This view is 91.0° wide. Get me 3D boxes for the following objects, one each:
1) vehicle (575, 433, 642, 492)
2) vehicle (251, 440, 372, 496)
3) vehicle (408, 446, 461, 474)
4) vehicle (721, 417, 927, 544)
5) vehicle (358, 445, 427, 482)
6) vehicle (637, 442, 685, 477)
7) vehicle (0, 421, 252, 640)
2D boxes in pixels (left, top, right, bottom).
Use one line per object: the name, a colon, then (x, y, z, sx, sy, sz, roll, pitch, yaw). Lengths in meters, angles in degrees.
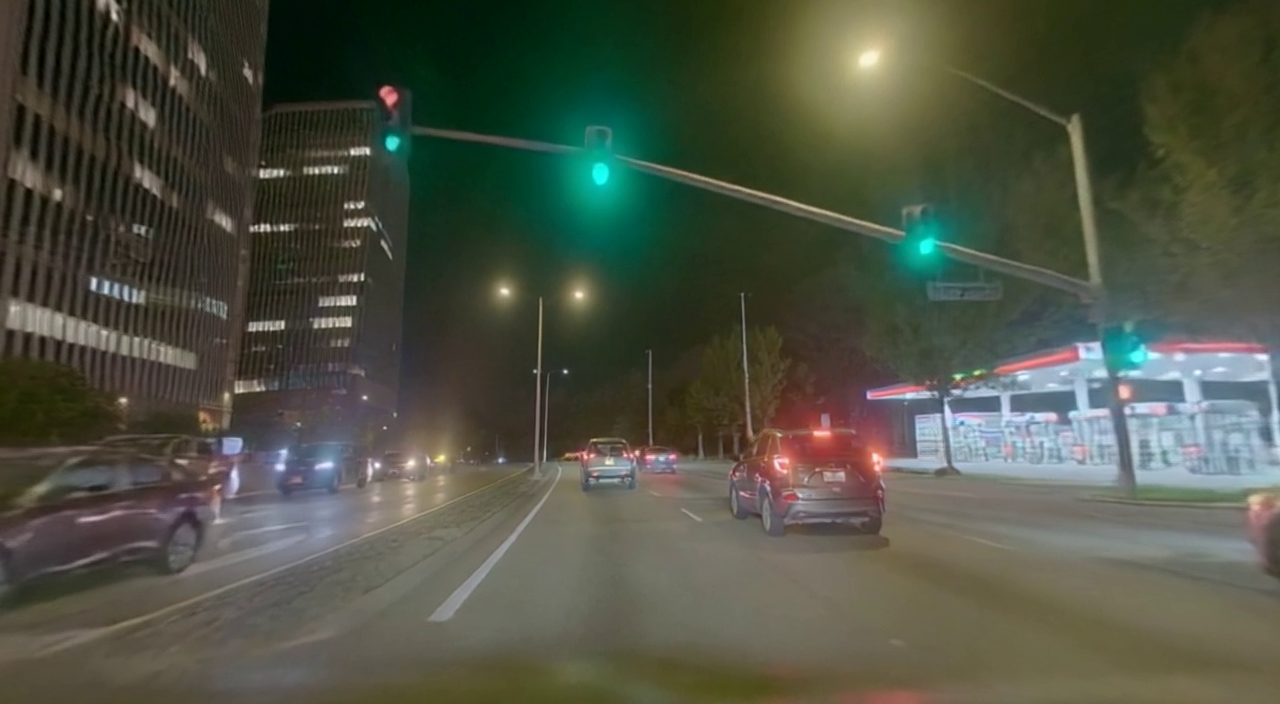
vehicle: (-1.182, 3.729, 21.630, 2.051, 1.798, 4.168, 1, -8, -6)
vehicle: (-10.277, 3.616, 20.077, 1.943, 1.575, 3.927, 0, -8, -4)
vehicle: (-11.437, 6.006, 35.315, 1.872, 1.439, 4.507, 1, -8, -5)
vehicle: (2.834, 2.091, 10.901, 2.000, 1.745, 4.206, 1, -8, -5)
vehicle: (-10.322, 4.633, 26.490, 1.665, 1.442, 3.720, 1, -8, -5)
vehicle: (0.982, 5.310, 31.414, 1.800, 1.592, 3.658, 1, -8, -8)
vehicle: (-5.521, 1.385, 5.337, 1.987, 1.505, 4.337, 1, -8, -5)
